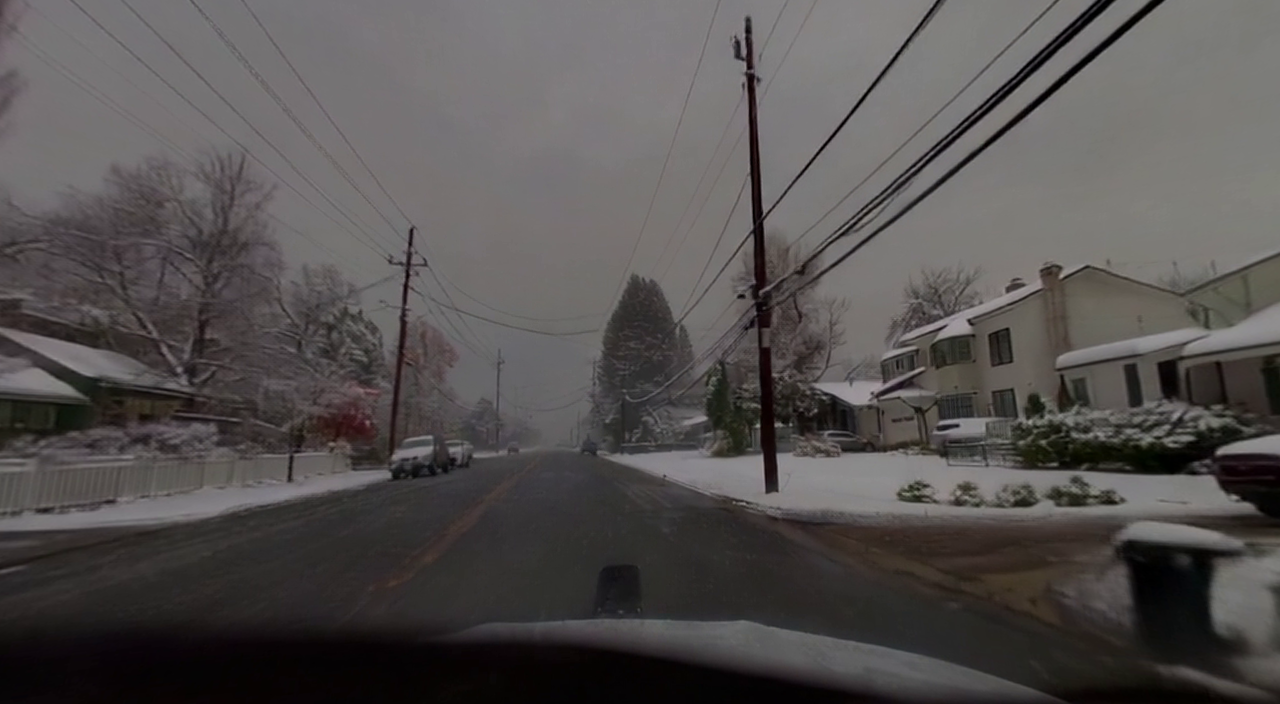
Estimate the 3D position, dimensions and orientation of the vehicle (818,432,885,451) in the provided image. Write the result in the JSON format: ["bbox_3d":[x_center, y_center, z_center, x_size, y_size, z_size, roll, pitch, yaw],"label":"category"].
[{"bbox_3d":[12.974,5.511,38.820,3.606,1.094,1.420,1,-9,-5],"label":"vehicle"}]

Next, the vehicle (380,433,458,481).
[{"bbox_3d":[-10.192,4.903,29.639,2.240,1.940,5.429,-1,-9,-6],"label":"vehicle"}]

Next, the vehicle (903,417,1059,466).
[{"bbox_3d":[12.783,3.392,23.863,4.842,1.728,1.875,1,-9,-5],"label":"vehicle"}]
